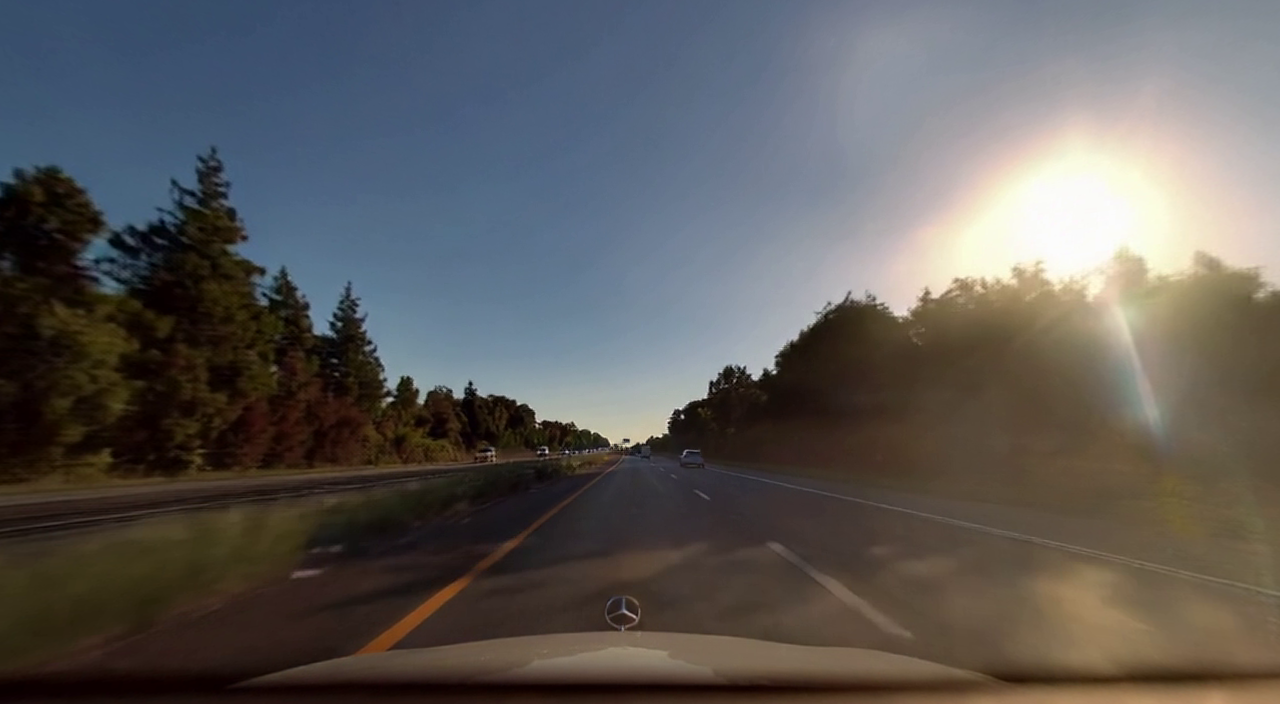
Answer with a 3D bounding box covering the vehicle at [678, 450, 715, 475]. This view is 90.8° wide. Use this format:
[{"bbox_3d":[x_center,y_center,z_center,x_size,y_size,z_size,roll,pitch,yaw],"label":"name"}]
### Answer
[{"bbox_3d":[3.490,6.858,39.362,1.870,1.486,3.858,0,-9,-1],"label":"vehicle"}]
